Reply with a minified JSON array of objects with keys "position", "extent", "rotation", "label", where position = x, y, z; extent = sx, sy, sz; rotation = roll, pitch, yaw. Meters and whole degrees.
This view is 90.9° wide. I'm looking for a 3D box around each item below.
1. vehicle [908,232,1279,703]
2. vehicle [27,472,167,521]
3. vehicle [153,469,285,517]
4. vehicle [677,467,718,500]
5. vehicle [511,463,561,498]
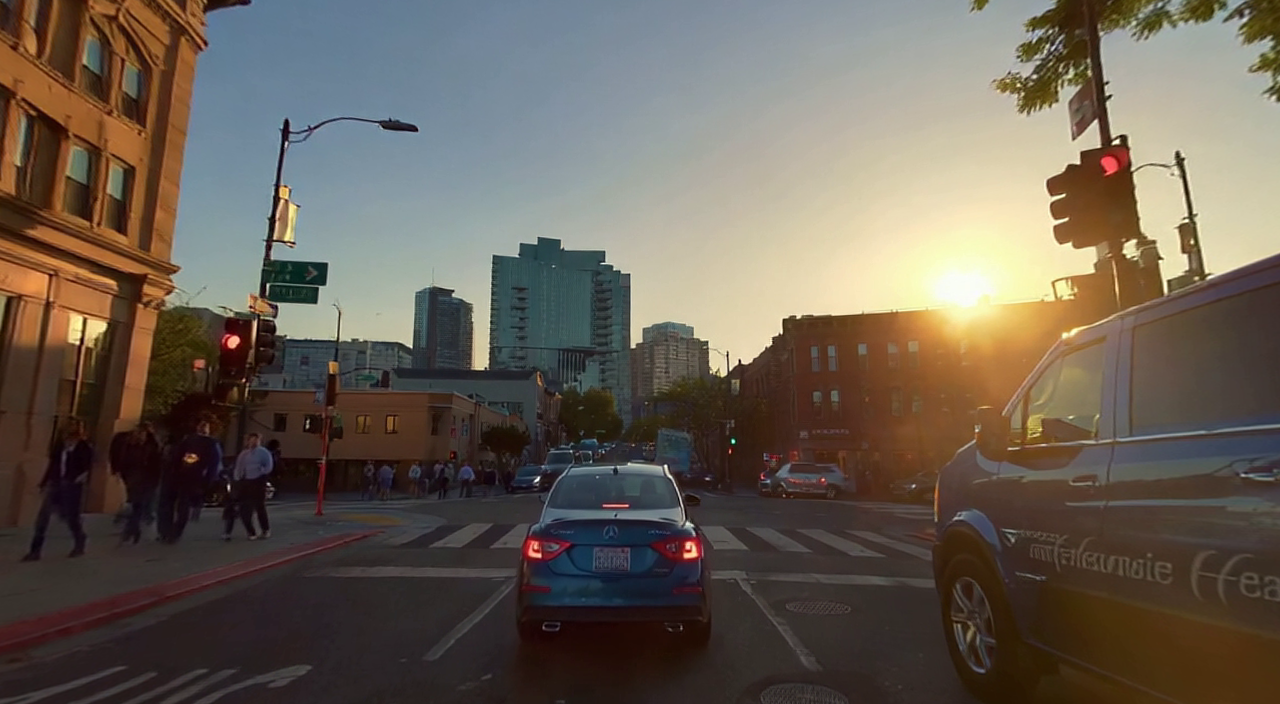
[{"position":[3.215,0.550,1.281],"extent":[2.632,1.979,6.096],"rotation":[0,-9,0],"label":"vehicle"},{"position":[-25.487,6.769,29.734],"extent":[4.588,2.048,2.110],"rotation":[0,-9,0],"label":"vehicle"},{"position":[-19.776,6.630,29.748],"extent":[4.750,2.083,2.002],"rotation":[-1,-9,3],"label":"vehicle"},{"position":[3.467,8.036,38.835],"extent":[1.908,1.741,4.066],"rotation":[0,-9,-3],"label":"vehicle"},{"position":[-6.349,7.878,39.004],"extent":[2.226,1.896,4.438],"rotation":[-1,-9,1],"label":"vehicle"}]
